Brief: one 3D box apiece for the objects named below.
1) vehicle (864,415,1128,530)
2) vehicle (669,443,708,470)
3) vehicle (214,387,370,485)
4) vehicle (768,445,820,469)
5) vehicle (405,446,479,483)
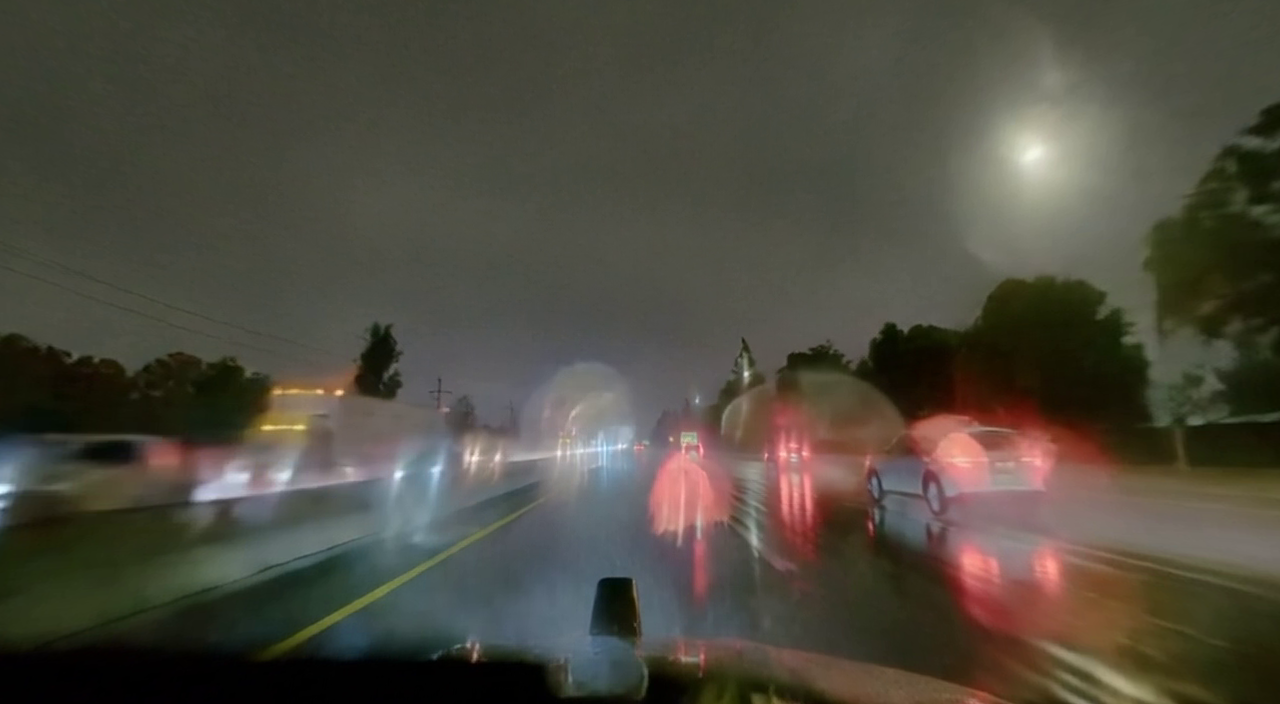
[{"bbox_3d":[6.810,2.375,13.110,2.244,1.858,5.414,0,-9,-1],"label":"vehicle"},{"bbox_3d":[3.022,6.618,40.292,2.018,1.600,4.121,0,-9,-2],"label":"vehicle"},{"bbox_3d":[-15.408,3.852,28.760,3.225,3.908,6.550,0,-9,0],"label":"vehicle"},{"bbox_3d":[10.170,6.950,42.030,1.987,1.502,5.130,0,-9,-2],"label":"vehicle"},{"bbox_3d":[-8.051,4.582,26.016,1.873,1.404,3.564,0,-9,1],"label":"vehicle"}]
